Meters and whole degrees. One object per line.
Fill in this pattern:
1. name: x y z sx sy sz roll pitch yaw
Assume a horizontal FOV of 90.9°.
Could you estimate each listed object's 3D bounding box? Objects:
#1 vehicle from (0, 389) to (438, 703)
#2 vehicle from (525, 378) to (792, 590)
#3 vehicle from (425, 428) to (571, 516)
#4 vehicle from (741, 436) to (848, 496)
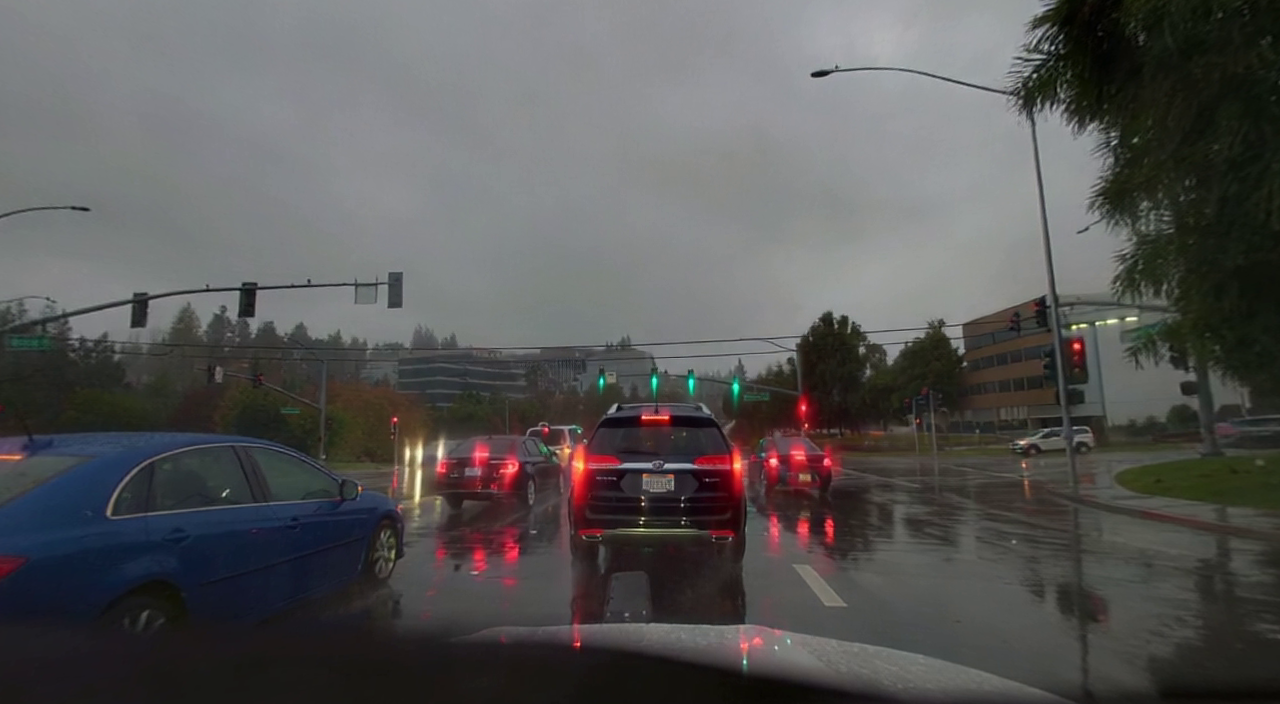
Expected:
1. vehicle: -3.224 1.201 4.425 1.958 1.494 4.624 0 -8 2
2. vehicle: 0.206 1.451 7.700 2.300 1.832 4.331 0 -8 1
3. vehicle: -2.700 2.385 13.055 1.851 1.502 4.042 0 -8 4
4. vehicle: 4.080 3.062 17.352 1.979 1.453 4.011 0 -8 1
